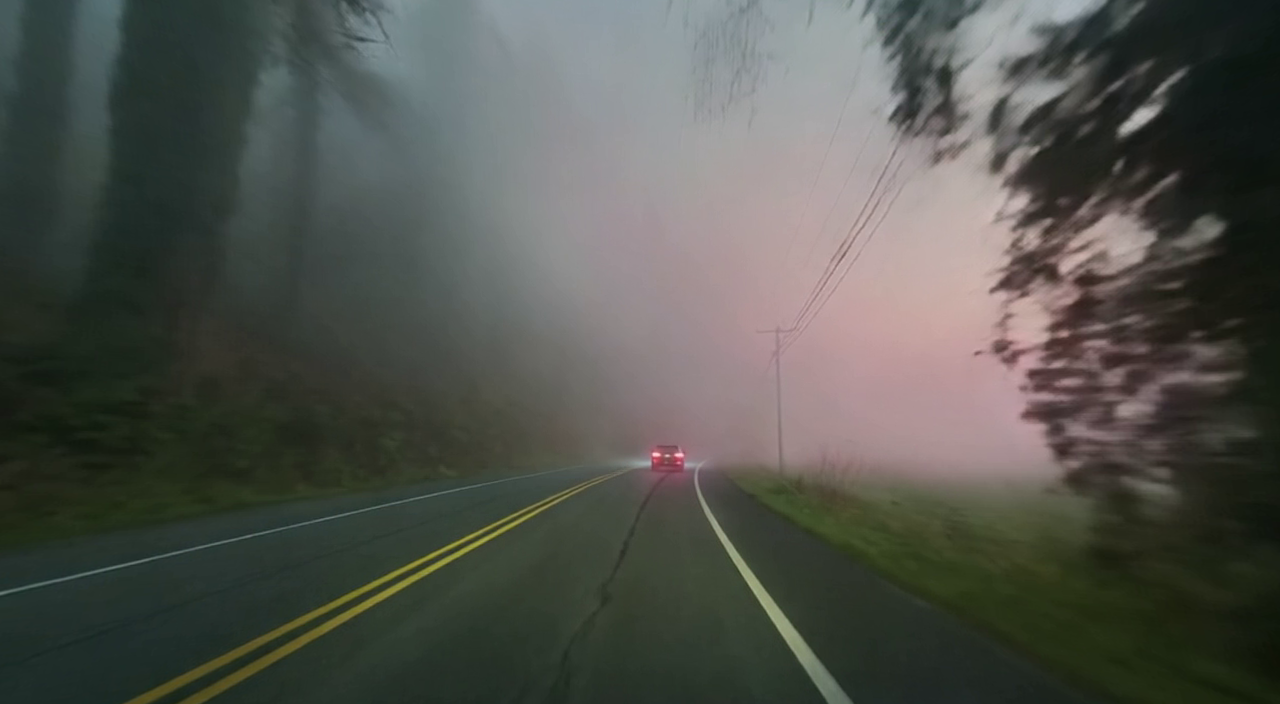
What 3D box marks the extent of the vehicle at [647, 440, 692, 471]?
[{"bbox_3d":[1.584,5.312,32.609,2.059,1.524,3.963,-1,-8,6],"label":"vehicle"}]
